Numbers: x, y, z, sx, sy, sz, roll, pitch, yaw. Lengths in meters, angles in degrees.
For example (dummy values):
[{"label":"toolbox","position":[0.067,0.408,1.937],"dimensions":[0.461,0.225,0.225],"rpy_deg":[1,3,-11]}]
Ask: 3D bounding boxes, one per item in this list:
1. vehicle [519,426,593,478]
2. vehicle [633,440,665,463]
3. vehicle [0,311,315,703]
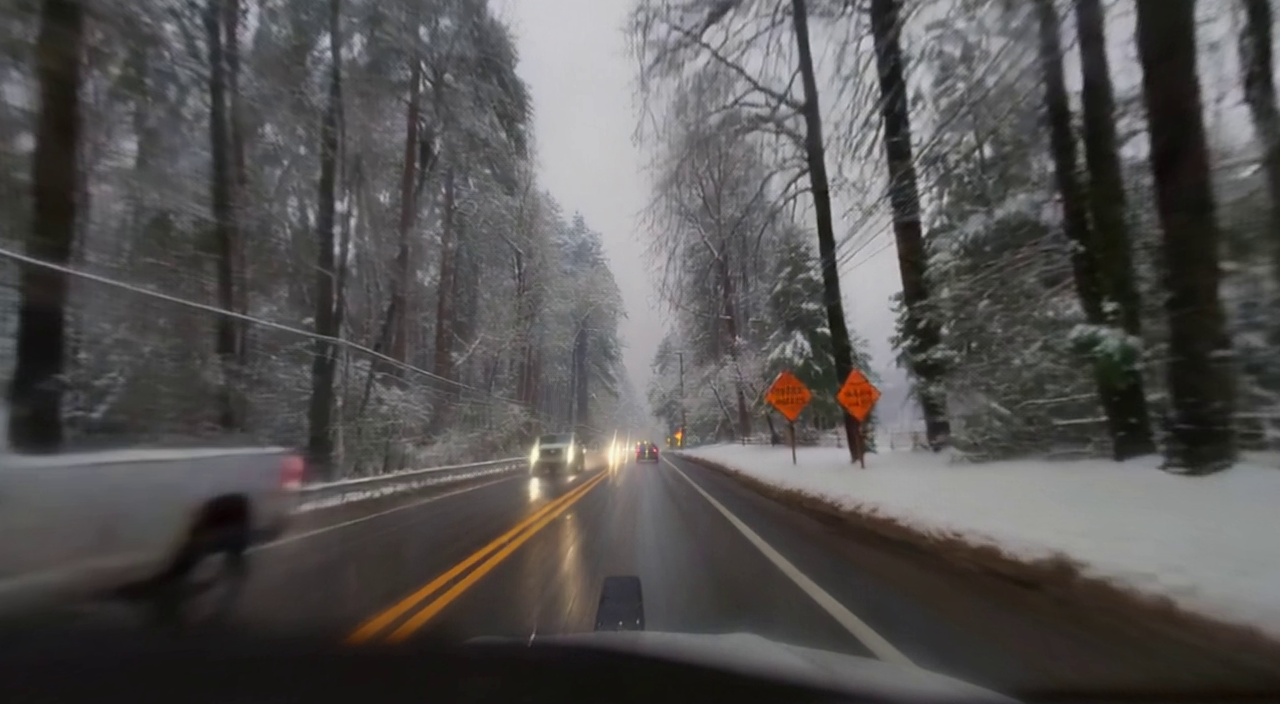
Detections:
[{"label":"vehicle","position":[-3.664,4.561,28.898],"dimensions":[2.441,2.113,5.738],"rpy_deg":[0,-9,1]},{"label":"vehicle","position":[0.619,6.749,43.042],"dimensions":[2.067,1.486,3.861],"rpy_deg":[0,-9,0]},{"label":"vehicle","position":[-4.264,0.832,2.983],"dimensions":[2.461,2.030,5.478],"rpy_deg":[0,-9,1]}]
